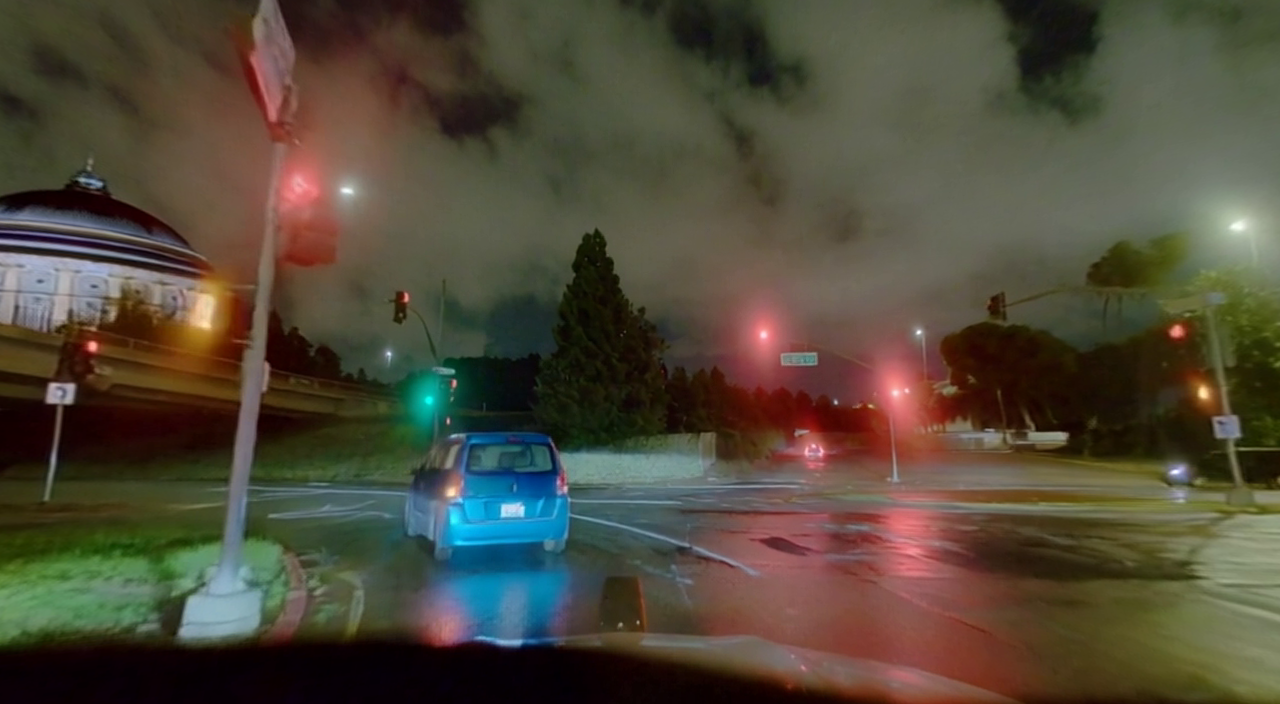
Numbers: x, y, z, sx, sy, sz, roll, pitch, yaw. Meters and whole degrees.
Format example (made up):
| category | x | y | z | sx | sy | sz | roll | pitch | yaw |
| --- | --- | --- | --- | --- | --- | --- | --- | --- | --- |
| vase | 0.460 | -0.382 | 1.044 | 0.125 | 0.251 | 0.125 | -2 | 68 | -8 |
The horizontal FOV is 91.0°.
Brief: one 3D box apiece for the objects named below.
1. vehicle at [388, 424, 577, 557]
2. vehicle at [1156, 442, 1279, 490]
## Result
| category | x | y | z | sx | sy | sz | roll | pitch | yaw |
| --- | --- | --- | --- | --- | --- | --- | --- | --- | --- |
| vehicle | -2.606 | 1.995 | 9.747 | 1.976 | 1.584 | 3.772 | 5 | -10 | -27 |
| vehicle | 22.432 | 4.253 | 23.631 | 4.345 | 1.672 | 1.973 | 0 | -9 | 1 |
